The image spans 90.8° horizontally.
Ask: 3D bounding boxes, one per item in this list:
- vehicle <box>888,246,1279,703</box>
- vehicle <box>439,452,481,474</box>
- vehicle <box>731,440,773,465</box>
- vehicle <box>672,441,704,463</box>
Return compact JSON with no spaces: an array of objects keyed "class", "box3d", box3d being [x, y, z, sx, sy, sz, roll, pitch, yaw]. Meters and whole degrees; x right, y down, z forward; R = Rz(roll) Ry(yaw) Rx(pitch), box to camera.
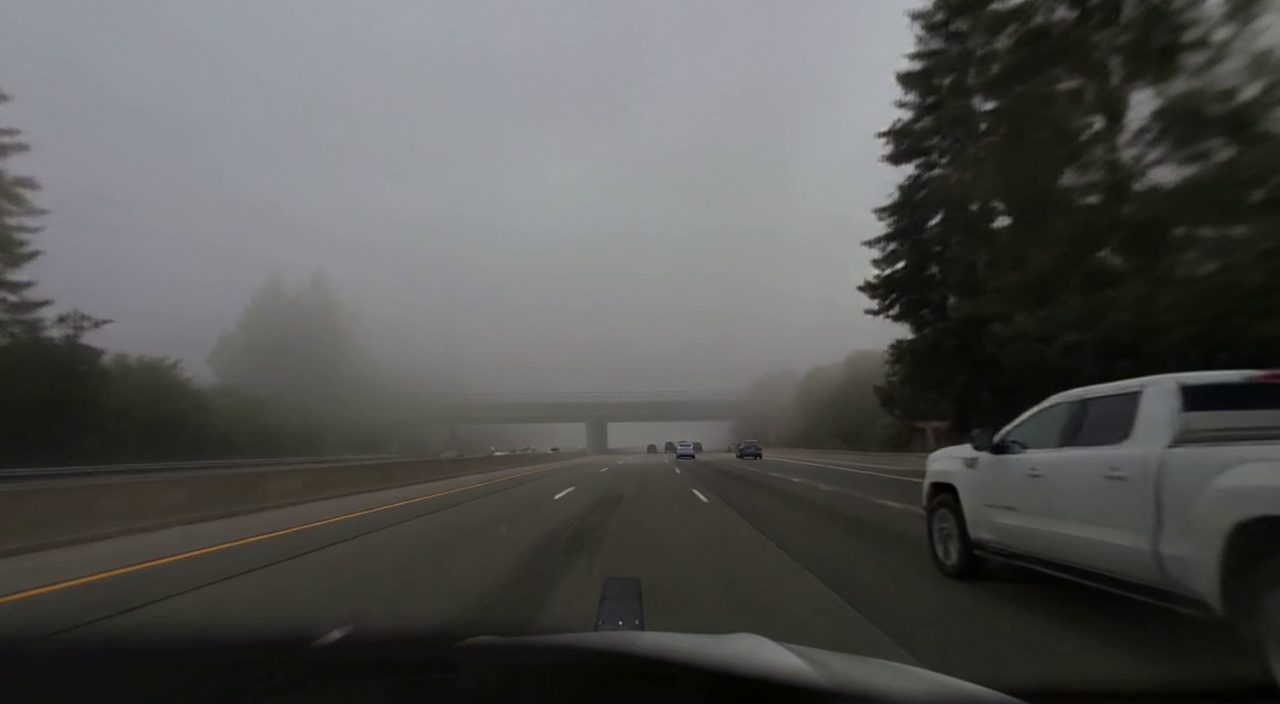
[{"class":"vehicle","box3d":[3.753,0.734,3.057,2.693,2.044,5.882,0,-9,0]},{"class":"vehicle","box3d":[-14.098,8.735,49.830,1.851,1.460,4.715,-3,-8,1]},{"class":"vehicle","box3d":[7.321,6.622,41.753,1.989,1.529,4.375,0,-9,0]},{"class":"vehicle","box3d":[3.424,7.202,45.534,1.981,1.471,4.342,0,-9,0]}]
